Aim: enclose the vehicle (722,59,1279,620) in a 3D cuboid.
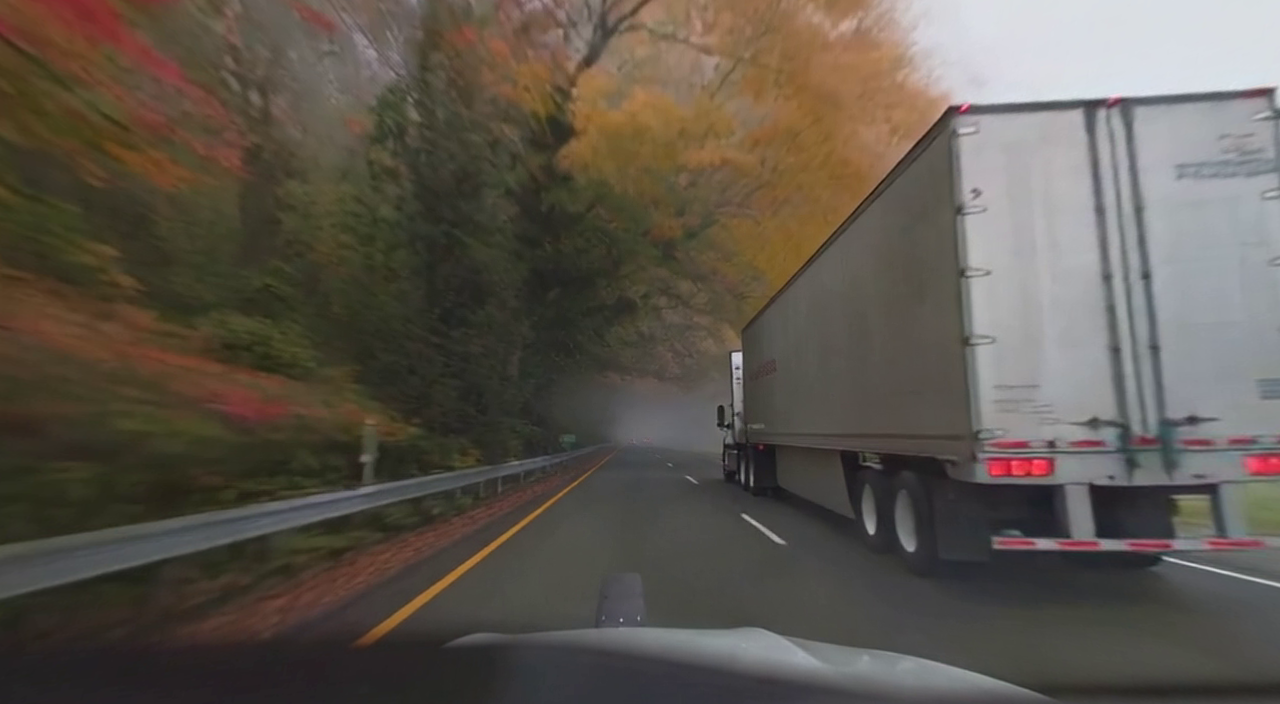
[{"bbox_3d":[4.276,0.826,11.812,3.357,4.101,14.659,0,-8,-1],"label":"vehicle"}]
